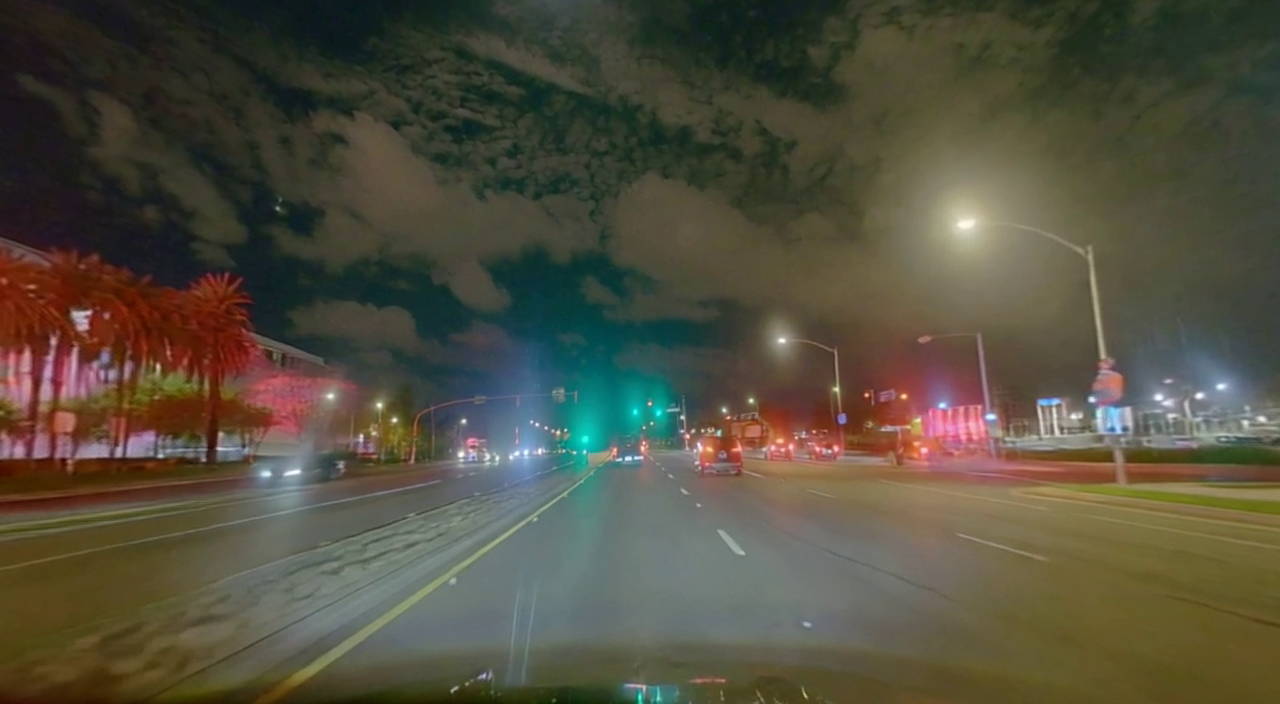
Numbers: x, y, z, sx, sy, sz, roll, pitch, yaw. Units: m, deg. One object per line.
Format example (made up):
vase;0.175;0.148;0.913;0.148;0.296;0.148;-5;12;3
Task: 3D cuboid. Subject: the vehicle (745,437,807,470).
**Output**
vehicle;6.692;5.041;31.441;1.975;1.483;4.769;0;-8;-1

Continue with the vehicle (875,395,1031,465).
vehicle;17.534;4.424;35.581;7.270;3.743;2.677;1;-8;-3

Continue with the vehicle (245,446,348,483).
vehicle;-14.954;4.873;27.727;1.887;1.454;4.588;0;-8;1

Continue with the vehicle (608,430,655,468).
vehicle;-0.421;5.059;32.932;2.277;1.816;4.192;0;-8;-1

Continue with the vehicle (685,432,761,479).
vehicle;3.044;3.912;24.079;2.195;1.590;4.668;0;-8;-1
